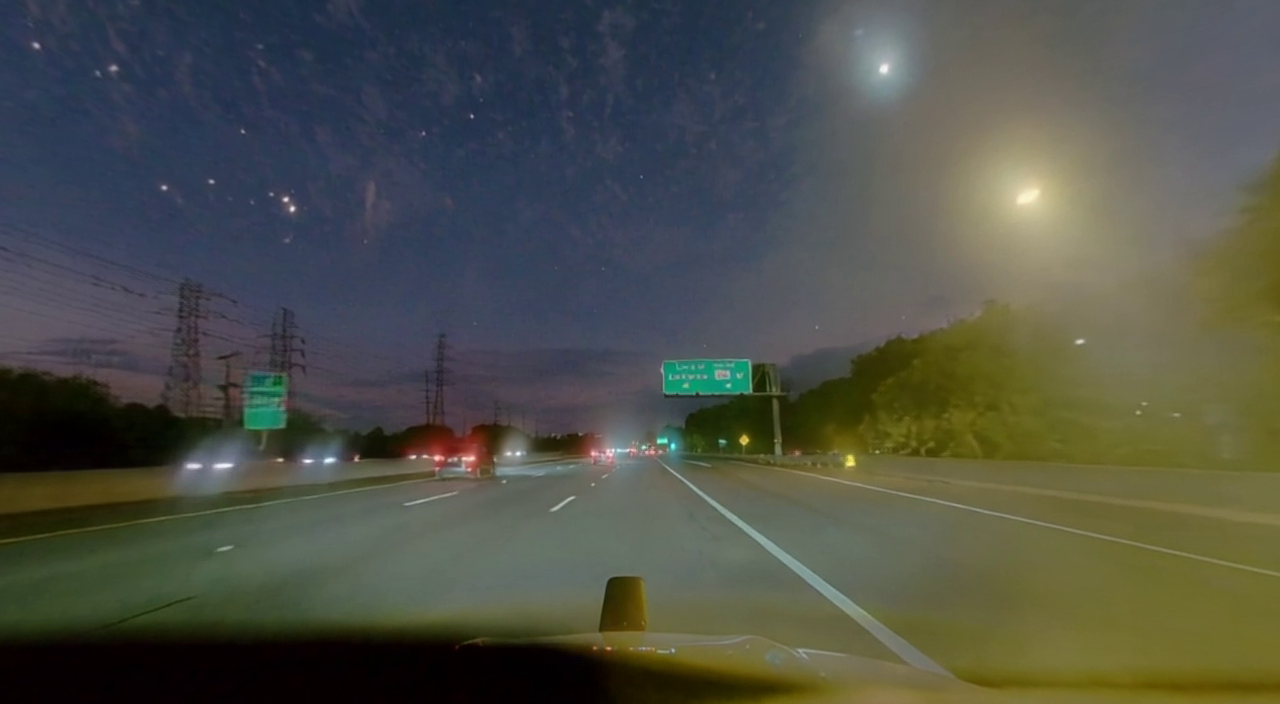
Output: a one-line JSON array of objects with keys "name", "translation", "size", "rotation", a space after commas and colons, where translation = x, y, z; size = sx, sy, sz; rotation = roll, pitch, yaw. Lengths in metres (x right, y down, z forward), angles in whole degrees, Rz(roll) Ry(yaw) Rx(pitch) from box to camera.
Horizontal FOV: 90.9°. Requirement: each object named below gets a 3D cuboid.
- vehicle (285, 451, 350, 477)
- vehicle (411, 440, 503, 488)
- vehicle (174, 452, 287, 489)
[{"name": "vehicle", "translation": [-21.955, 7.613, 43.141], "size": [1.919, 1.584, 4.826], "rotation": [0, -9, 0]}, {"name": "vehicle", "translation": [-7.108, 4.385, 25.096], "size": [2.118, 1.696, 4.836], "rotation": [-1, -9, 2]}, {"name": "vehicle", "translation": [-18.243, 5.252, 28.407], "size": [1.865, 1.480, 4.705], "rotation": [0, -9, 1]}]
